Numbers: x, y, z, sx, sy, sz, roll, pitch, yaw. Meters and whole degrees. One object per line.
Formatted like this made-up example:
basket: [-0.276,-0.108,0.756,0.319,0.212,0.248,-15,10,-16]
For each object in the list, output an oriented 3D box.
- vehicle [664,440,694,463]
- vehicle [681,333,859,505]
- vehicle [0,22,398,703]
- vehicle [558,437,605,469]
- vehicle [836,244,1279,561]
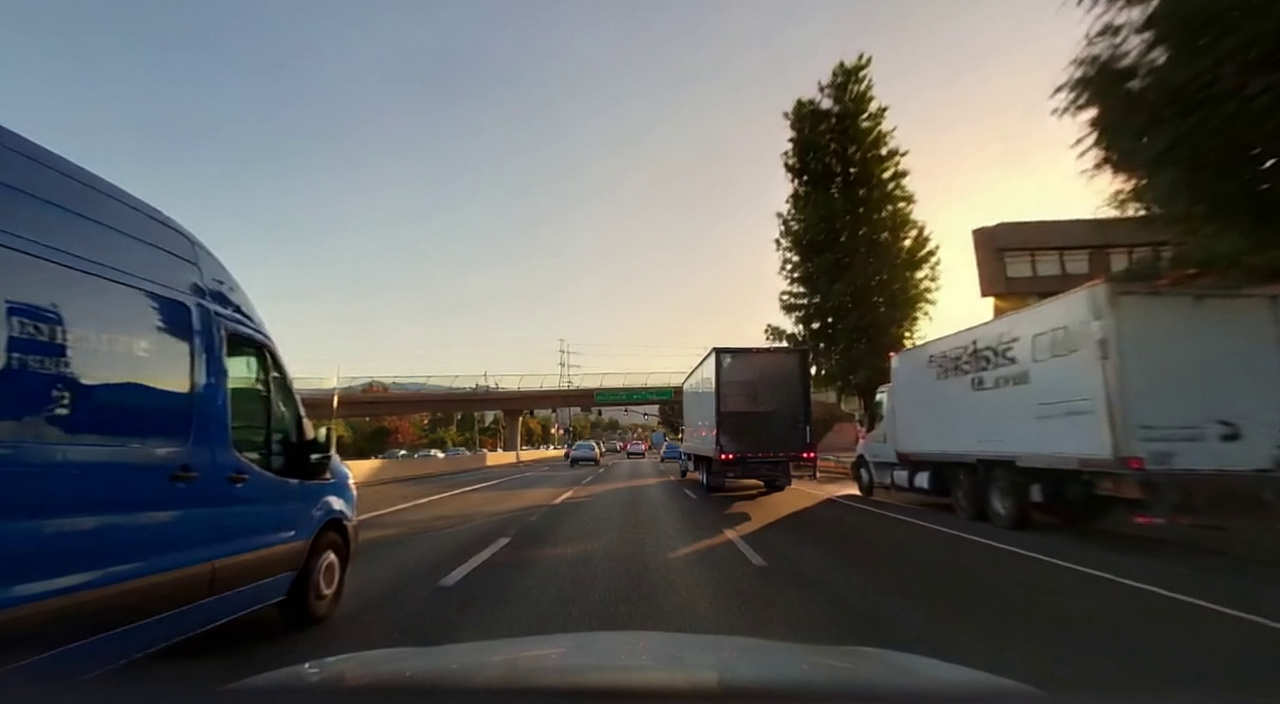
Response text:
vehicle: [2.770,7.207,45.822,1.869,1.616,4.346,0,-9,0]
vehicle: [2.961,2.078,17.862,2.861,3.525,9.858,0,-9,0]
vehicle: [-3.429,0.280,2.257,2.443,2.784,6.493,0,-9,1]
vehicle: [-3.411,6.065,38.006,2.356,1.766,5.674,0,-9,-1]
vehicle: [6.979,1.254,12.469,3.005,3.947,9.252,0,-9,-1]
